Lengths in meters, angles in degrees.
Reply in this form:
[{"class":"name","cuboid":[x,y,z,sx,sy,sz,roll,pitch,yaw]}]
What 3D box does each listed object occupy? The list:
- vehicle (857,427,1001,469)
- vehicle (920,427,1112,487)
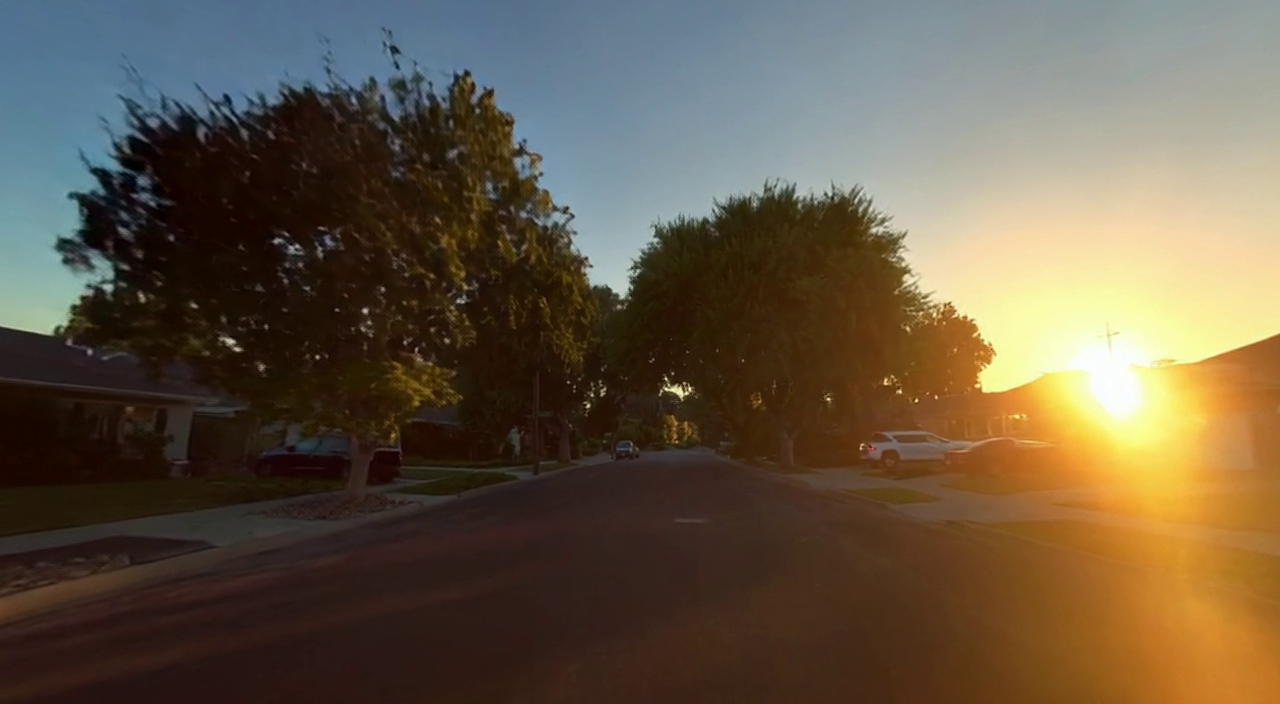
[{"class":"vehicle","cuboid":[13.421,4.504,29.521,5.637,1.890,2.171,-1,-9,3]},{"class":"vehicle","cuboid":[11.670,3.295,19.839,4.710,1.512,1.894,-4,-9,2]}]
